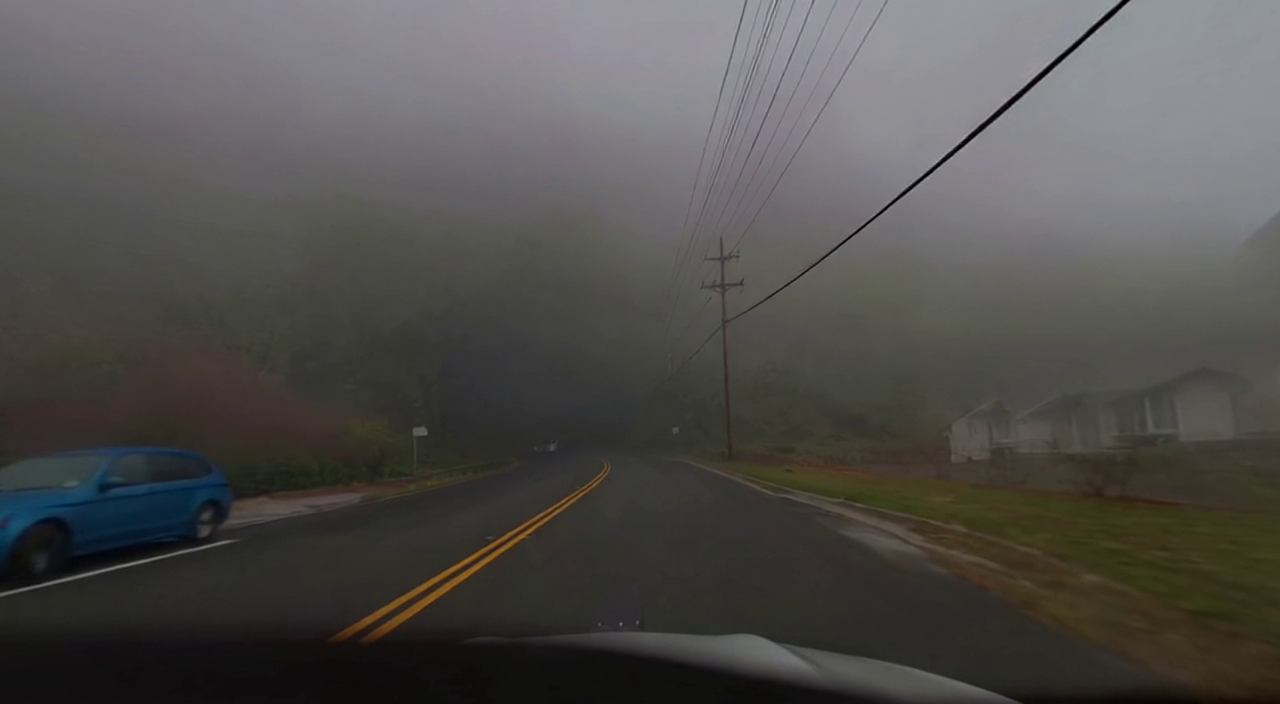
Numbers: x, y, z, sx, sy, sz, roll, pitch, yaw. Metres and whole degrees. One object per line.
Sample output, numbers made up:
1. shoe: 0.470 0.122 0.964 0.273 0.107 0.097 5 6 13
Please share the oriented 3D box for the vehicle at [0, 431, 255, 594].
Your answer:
1. vehicle: -7.707 1.964 8.494 2.114 1.693 4.468 0 -9 2
